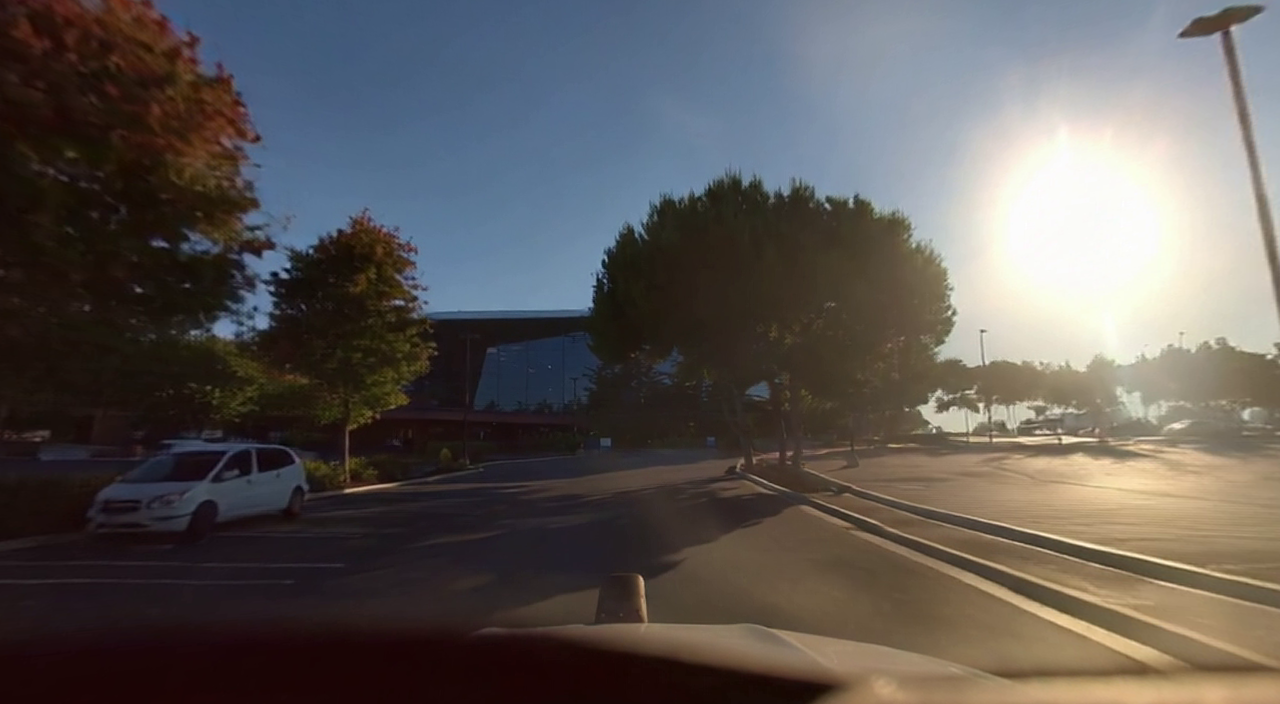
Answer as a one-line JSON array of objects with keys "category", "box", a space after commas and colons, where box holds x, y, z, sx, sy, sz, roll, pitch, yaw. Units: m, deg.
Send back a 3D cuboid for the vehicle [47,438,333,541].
[{"category": "vehicle", "box": [-8.896, 2.699, 13.299, 2.360, 1.741, 4.912, 0, -8, 1]}]
